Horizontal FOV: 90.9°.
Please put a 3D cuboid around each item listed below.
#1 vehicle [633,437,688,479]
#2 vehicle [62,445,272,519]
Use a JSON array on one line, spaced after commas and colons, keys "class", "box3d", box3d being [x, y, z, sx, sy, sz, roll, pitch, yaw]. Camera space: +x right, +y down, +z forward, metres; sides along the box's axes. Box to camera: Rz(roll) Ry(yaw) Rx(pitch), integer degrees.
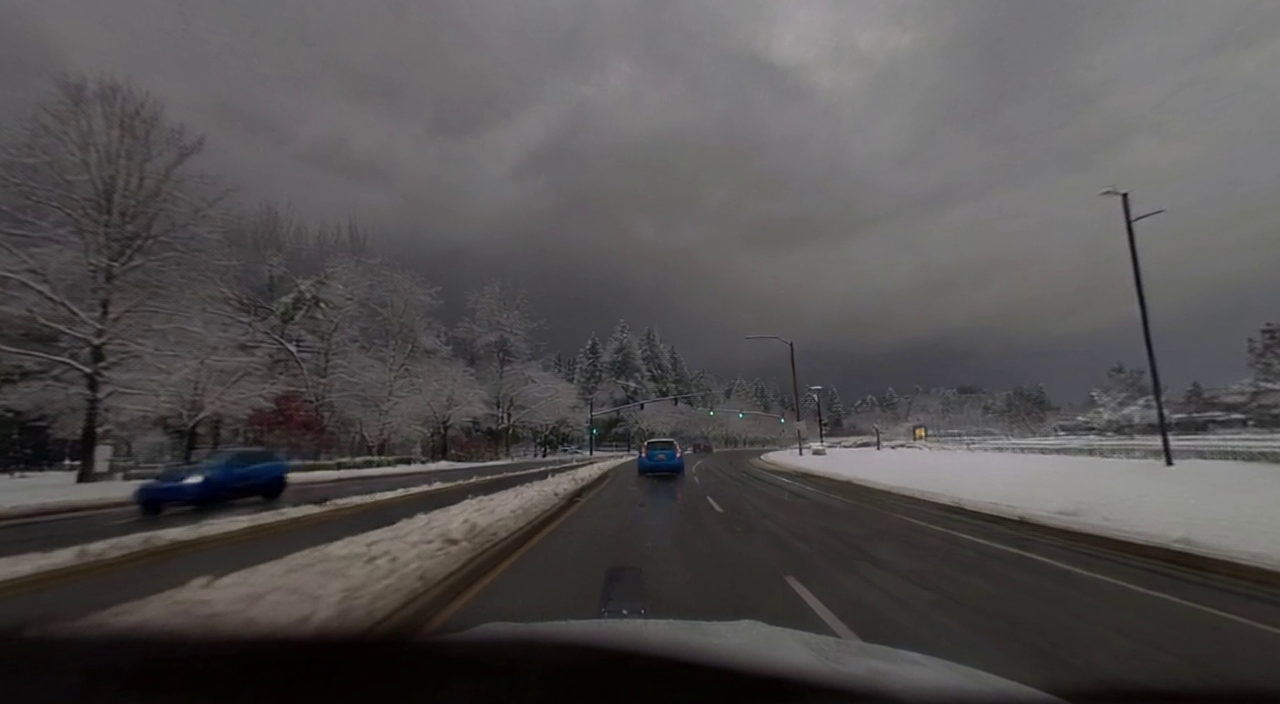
[{"class": "vehicle", "box3d": [0.877, 4.183, 25.115, 2.010, 1.535, 3.735, -1, -8, 4]}, {"class": "vehicle", "box3d": [-11.439, 3.114, 15.736, 1.828, 1.480, 4.242, 0, -8, 2]}]
